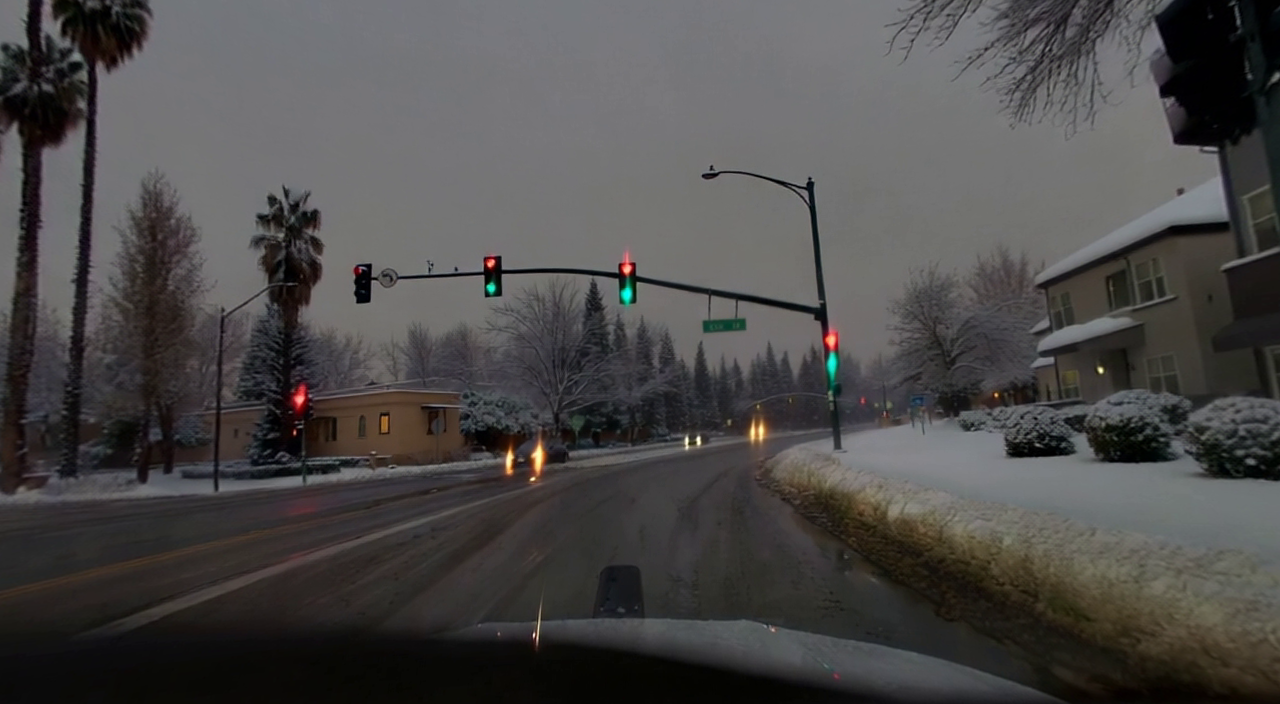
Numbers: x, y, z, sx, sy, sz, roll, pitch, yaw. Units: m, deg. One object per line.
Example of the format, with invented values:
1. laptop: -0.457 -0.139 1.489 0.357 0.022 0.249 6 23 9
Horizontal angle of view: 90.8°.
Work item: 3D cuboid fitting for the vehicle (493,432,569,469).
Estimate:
1. vehicle: -5.696 5.236 33.641 2.181 1.792 4.648 -3 -9 16
